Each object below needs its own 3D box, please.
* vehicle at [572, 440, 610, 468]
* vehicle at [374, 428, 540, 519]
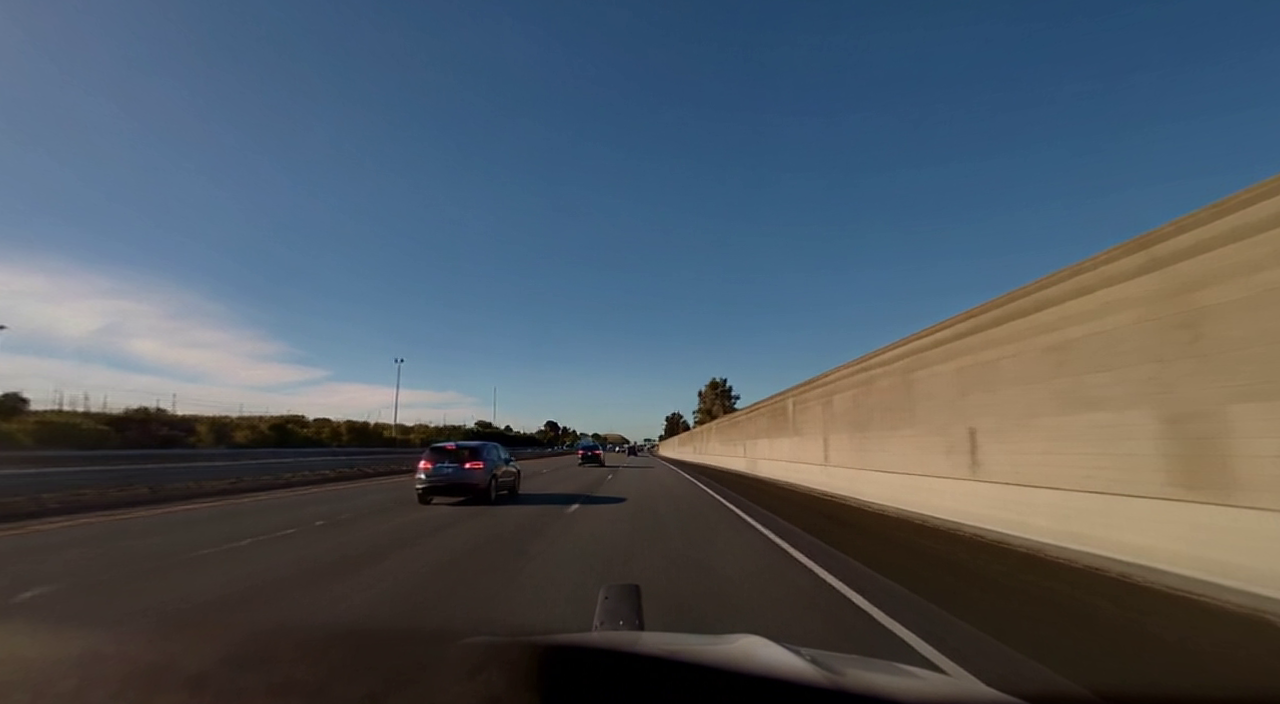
[{"bbox_3d":[-3.170,6.709,41.492,2.133,1.683,4.340,0,-9,0],"label":"vehicle"},{"bbox_3d":[-3.570,2.469,13.260,2.195,1.573,4.176,0,-9,0],"label":"vehicle"}]
